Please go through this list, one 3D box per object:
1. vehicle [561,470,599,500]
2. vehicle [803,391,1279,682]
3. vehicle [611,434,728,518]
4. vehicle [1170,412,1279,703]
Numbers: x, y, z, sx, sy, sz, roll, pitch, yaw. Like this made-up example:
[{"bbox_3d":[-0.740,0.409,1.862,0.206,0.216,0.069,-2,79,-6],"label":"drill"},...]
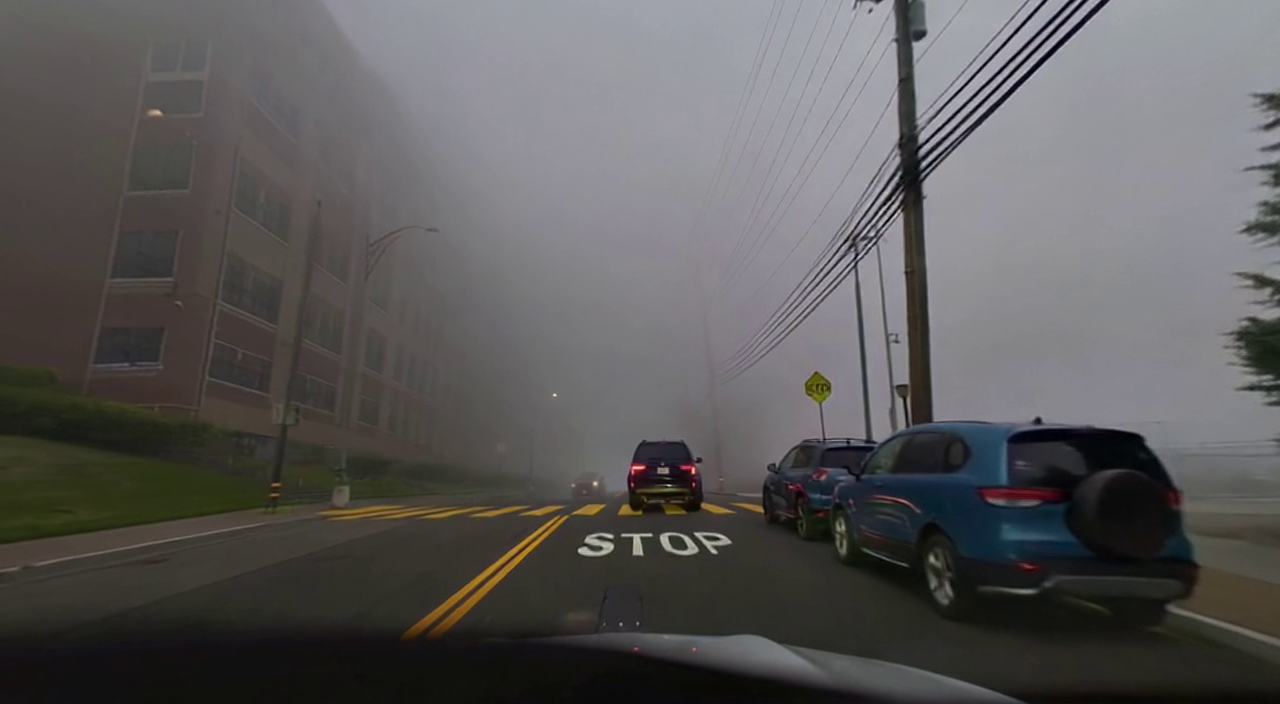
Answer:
[{"bbox_3d":[-3.604,8.086,38.566,1.911,1.563,4.057,0,-8,0],"label":"vehicle"},{"bbox_3d":[3.266,1.429,6.099,2.039,1.731,4.428,0,-8,-2],"label":"vehicle"},{"bbox_3d":[0.949,3.059,16.266,2.214,1.789,4.872,-2,-9,12],"label":"vehicle"},{"bbox_3d":[3.400,0.739,0.813,1.828,1.476,3.984,0,-8,-3],"label":"vehicle"}]
